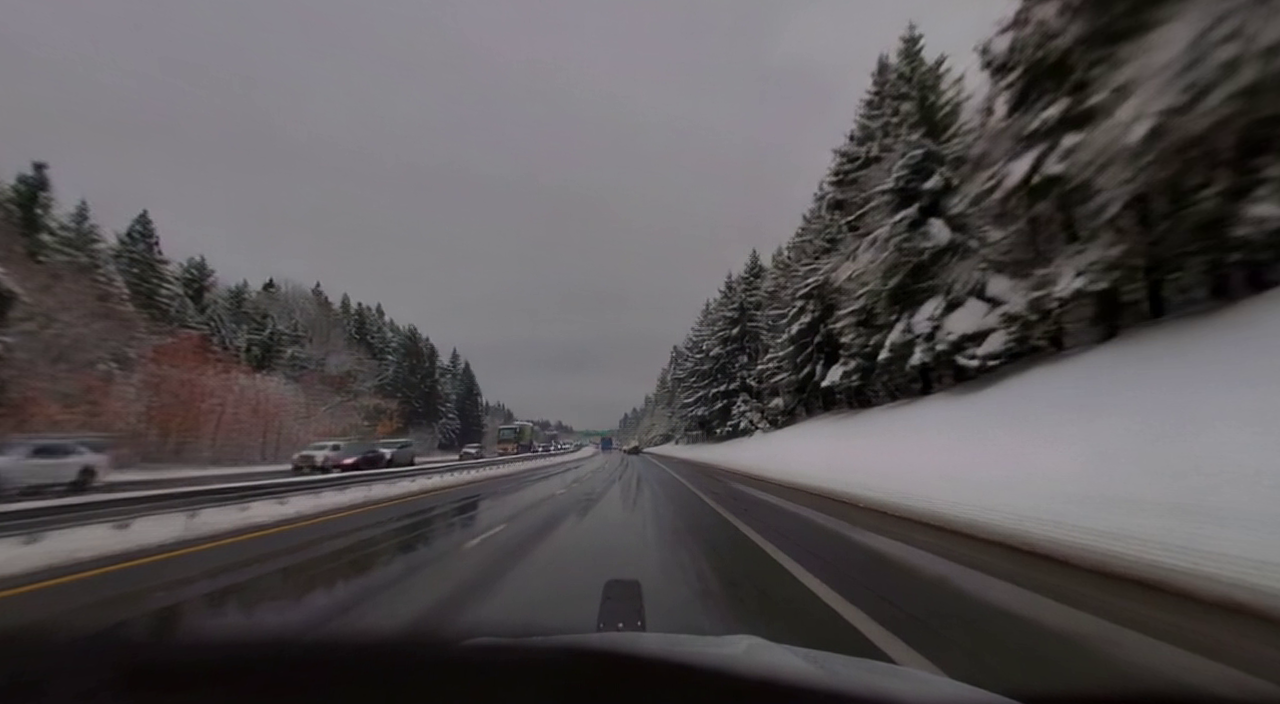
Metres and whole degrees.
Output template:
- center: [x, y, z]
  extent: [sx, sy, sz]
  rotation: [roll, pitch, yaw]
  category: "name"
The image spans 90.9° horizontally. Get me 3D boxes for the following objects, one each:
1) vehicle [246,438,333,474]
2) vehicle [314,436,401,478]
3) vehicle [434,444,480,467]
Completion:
- center: [-17.921, 5.349, 32.492]
  extent: [2.011, 1.738, 4.256]
  rotation: [0, -9, 0]
  category: "vehicle"
- center: [-12.424, 4.648, 28.016]
  extent: [1.869, 1.684, 4.115]
  rotation: [0, -9, 1]
  category: "vehicle"
- center: [-12.529, 7.105, 43.309]
  extent: [1.887, 1.507, 4.030]
  rotation: [0, -9, 1]
  category: "vehicle"
